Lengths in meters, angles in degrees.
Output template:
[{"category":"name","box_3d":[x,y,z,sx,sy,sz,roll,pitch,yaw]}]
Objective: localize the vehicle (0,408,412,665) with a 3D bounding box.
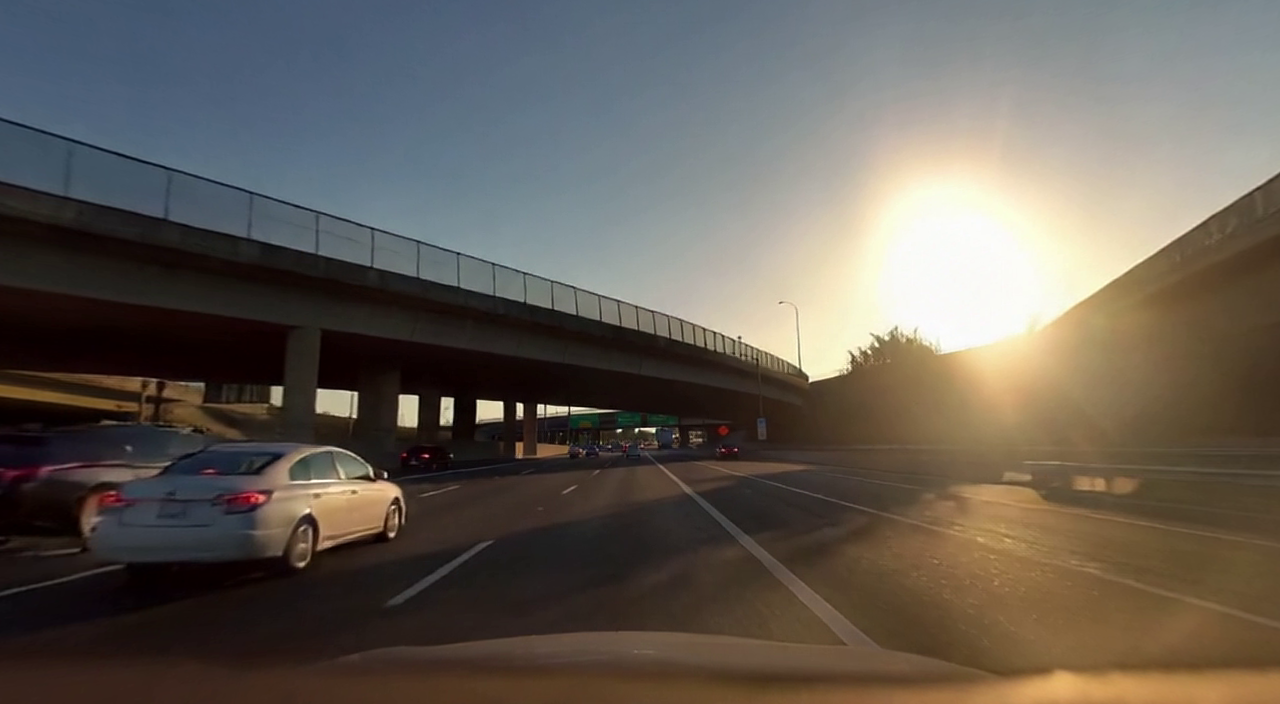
[{"category":"vehicle","box_3d":[-4.052,1.428,6.069,2.051,1.516,4.493,0,-8,0]}]

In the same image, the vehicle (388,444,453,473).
[{"category":"vehicle","box_3d":[-11.375,5.513,33.032,1.861,1.373,4.211,0,-8,0]}]
